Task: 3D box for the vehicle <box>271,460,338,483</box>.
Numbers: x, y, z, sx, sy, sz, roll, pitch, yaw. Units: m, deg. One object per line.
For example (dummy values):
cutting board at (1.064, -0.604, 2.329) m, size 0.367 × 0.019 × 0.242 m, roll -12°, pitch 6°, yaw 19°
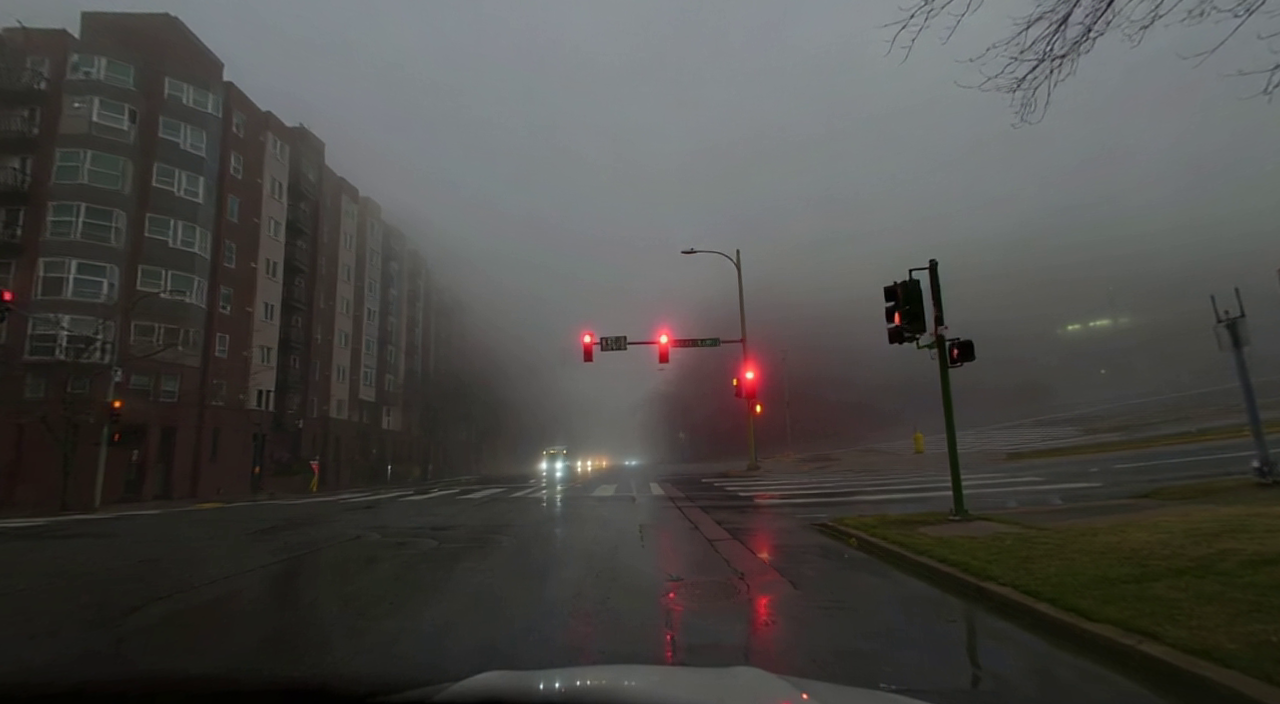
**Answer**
vehicle at (-24.637, 8.744, 46.292) m, size 3.882 × 1.600 × 1.768 m, roll 0°, pitch -9°, yaw 2°
